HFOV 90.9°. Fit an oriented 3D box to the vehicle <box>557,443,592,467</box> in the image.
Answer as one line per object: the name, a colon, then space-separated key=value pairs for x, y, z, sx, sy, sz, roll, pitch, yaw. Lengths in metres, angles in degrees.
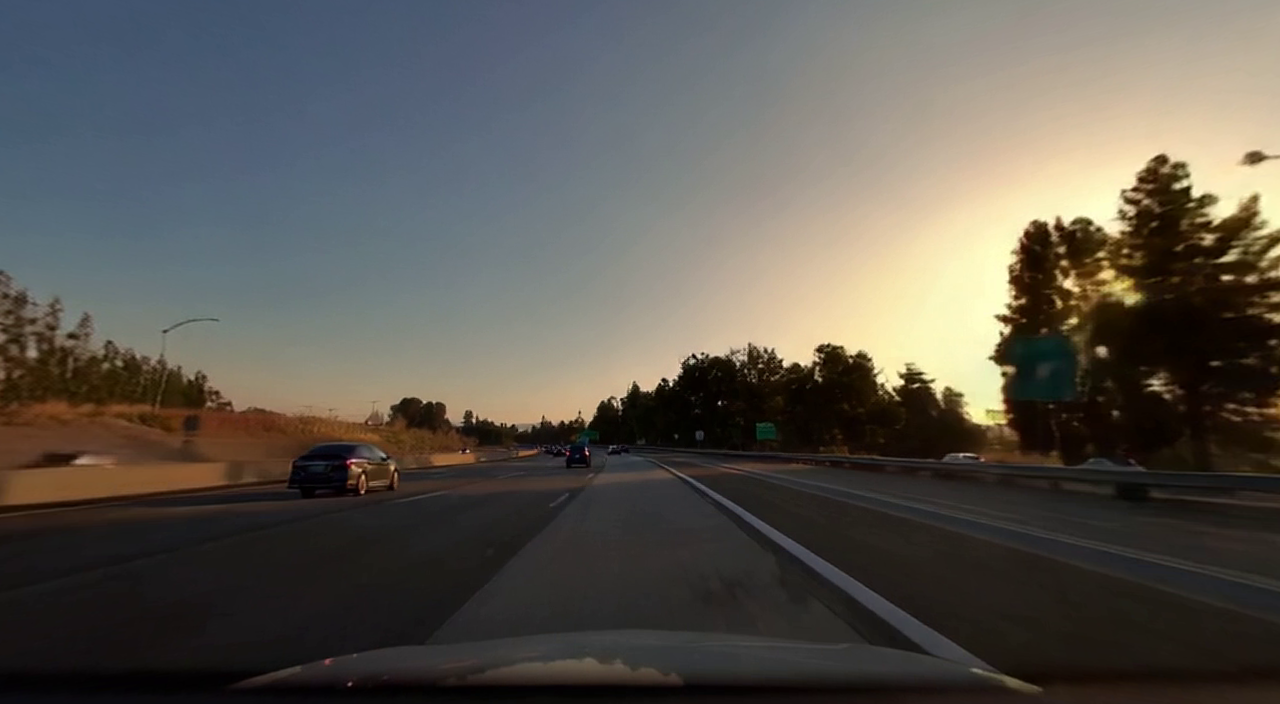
vehicle: x=-4.185 y=6.688 z=41.050 sx=1.936 sy=1.465 sz=4.060 roll=0 pitch=-8 yaw=-1

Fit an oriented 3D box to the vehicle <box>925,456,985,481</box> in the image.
vehicle: x=20.238 y=7.479 z=40.724 sx=2.005 sy=1.478 sz=4.056 roll=-1 pitch=-9 yaw=5

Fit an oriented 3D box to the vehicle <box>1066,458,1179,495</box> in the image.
vehicle: x=21.940 y=5.627 z=28.933 sx=1.950 sy=1.462 sz=4.391 roll=-1 pitch=-8 yaw=5

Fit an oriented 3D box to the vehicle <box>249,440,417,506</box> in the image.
vehicle: x=-7.741 y=3.076 z=16.545 sx=2.038 sy=1.463 sz=4.656 roll=0 pitch=-8 yaw=0
